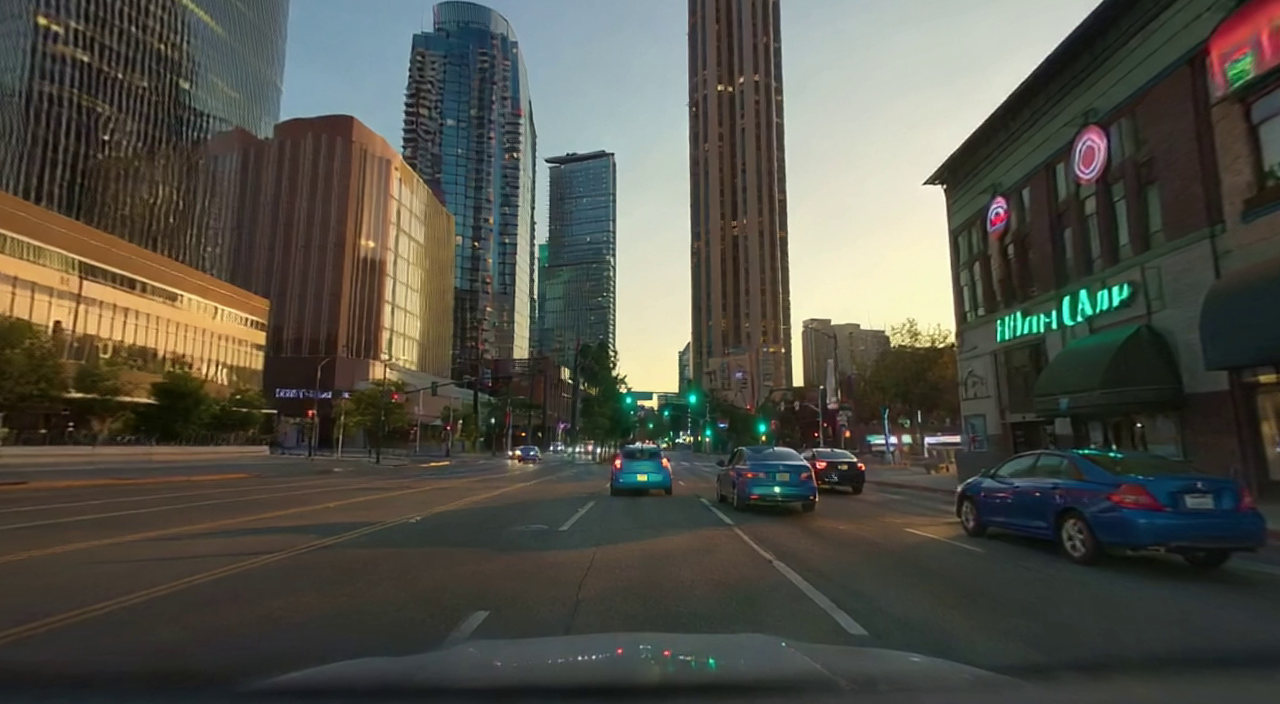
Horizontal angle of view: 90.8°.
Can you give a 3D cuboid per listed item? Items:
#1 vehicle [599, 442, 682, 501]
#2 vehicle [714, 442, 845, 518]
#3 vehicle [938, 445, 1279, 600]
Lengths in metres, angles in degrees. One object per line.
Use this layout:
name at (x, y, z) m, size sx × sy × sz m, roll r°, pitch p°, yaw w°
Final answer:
vehicle at (0.009, 3.332, 18.086) m, size 2.096 × 1.457 × 4.160 m, roll 0°, pitch -8°, yaw 0°
vehicle at (3.023, 2.857, 14.733) m, size 1.987 × 1.484 × 4.427 m, roll 0°, pitch -8°, yaw -1°
vehicle at (6.151, 2.018, 8.545) m, size 1.914 × 1.484 × 4.639 m, roll 0°, pitch -8°, yaw -1°
